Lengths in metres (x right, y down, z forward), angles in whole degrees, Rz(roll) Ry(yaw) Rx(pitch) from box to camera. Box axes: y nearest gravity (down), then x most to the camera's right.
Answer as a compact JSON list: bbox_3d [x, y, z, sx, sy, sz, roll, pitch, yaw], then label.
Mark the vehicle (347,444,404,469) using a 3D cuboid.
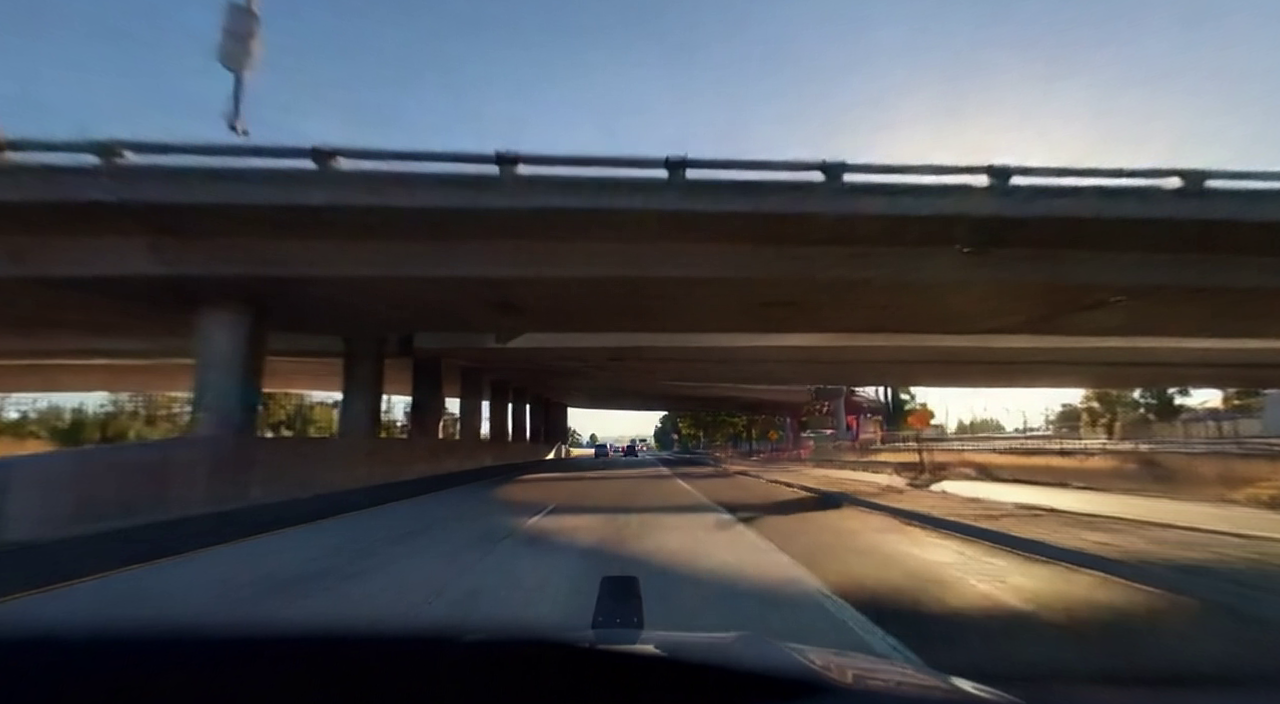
[{"bbox_3d":[-17.603,6.971,42.295,1.897,1.585,4.495,0,-9,-1],"label":"vehicle"}]
